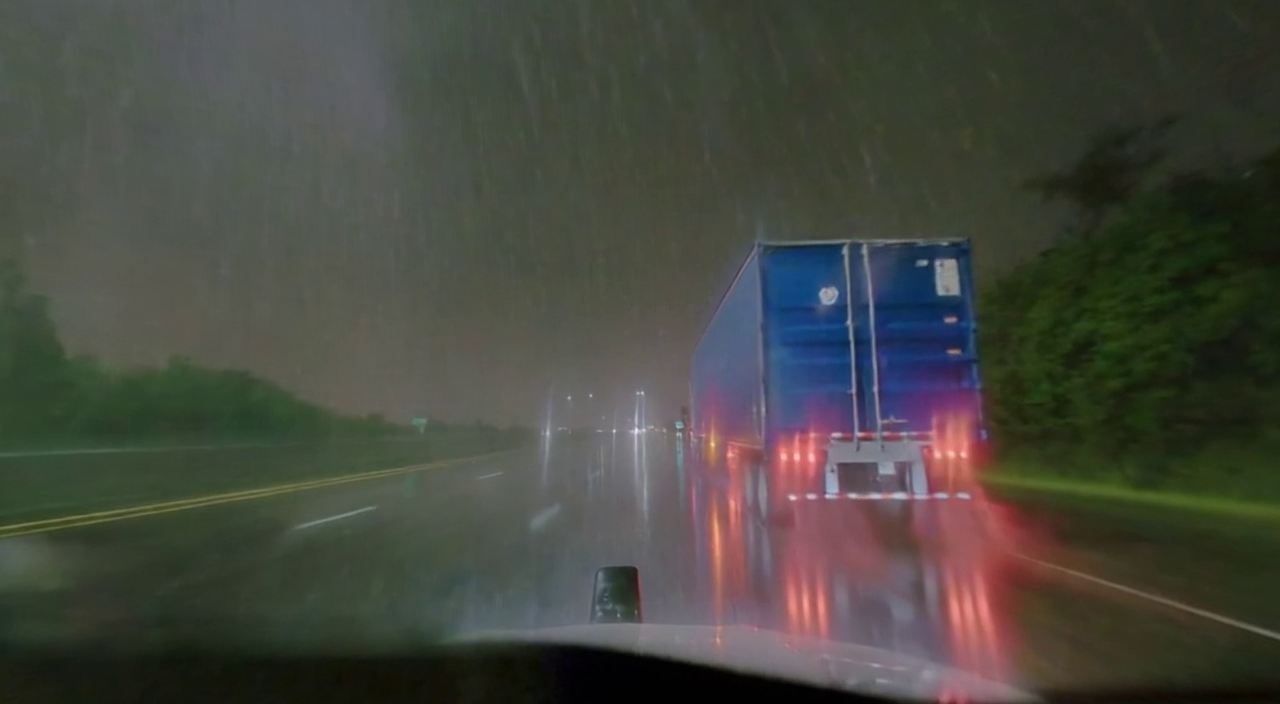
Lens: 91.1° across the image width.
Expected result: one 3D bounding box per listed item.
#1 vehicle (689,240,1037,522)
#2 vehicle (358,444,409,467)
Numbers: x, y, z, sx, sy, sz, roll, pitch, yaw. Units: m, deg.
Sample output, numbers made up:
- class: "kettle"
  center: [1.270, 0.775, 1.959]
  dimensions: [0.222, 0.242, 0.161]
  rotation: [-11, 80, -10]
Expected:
- class: "vehicle"
  center: [3.326, 1.155, 14.228]
  dimensions: [3.446, 3.698, 12.089]
  rotation: [0, -8, 0]
- class: "vehicle"
  center: [-18.436, 7.455, 45.407]
  dimensions: [1.813, 1.492, 4.413]
  rotation: [0, -8, 0]
